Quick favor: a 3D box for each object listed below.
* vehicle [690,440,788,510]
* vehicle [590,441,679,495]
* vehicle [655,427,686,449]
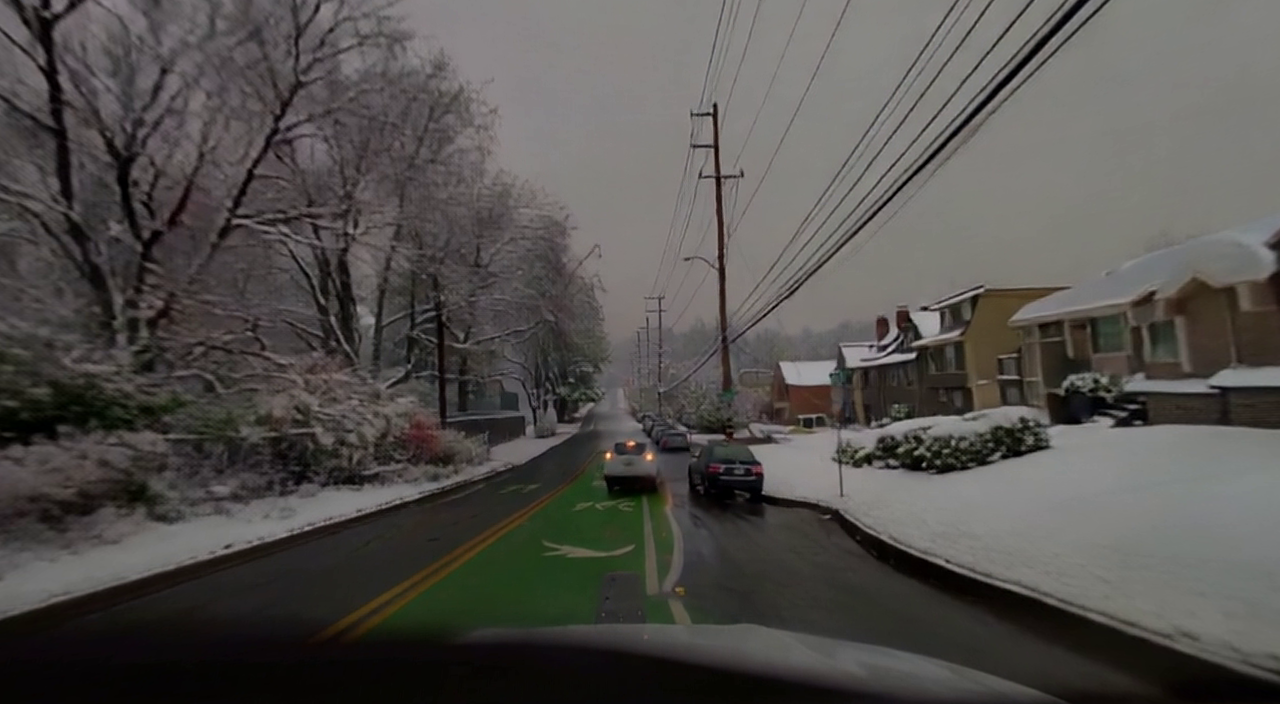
[{"bbox_3d":[2.645,3.391,18.069,1.909,1.694,4.472,0,-8,-2],"label":"vehicle"},{"bbox_3d":[-0.033,3.638,20.386,2.235,1.500,4.496,-1,-8,8],"label":"vehicle"},{"bbox_3d":[2.202,6.384,46.734,1.981,1.512,4.144,0,-8,-2],"label":"vehicle"}]
